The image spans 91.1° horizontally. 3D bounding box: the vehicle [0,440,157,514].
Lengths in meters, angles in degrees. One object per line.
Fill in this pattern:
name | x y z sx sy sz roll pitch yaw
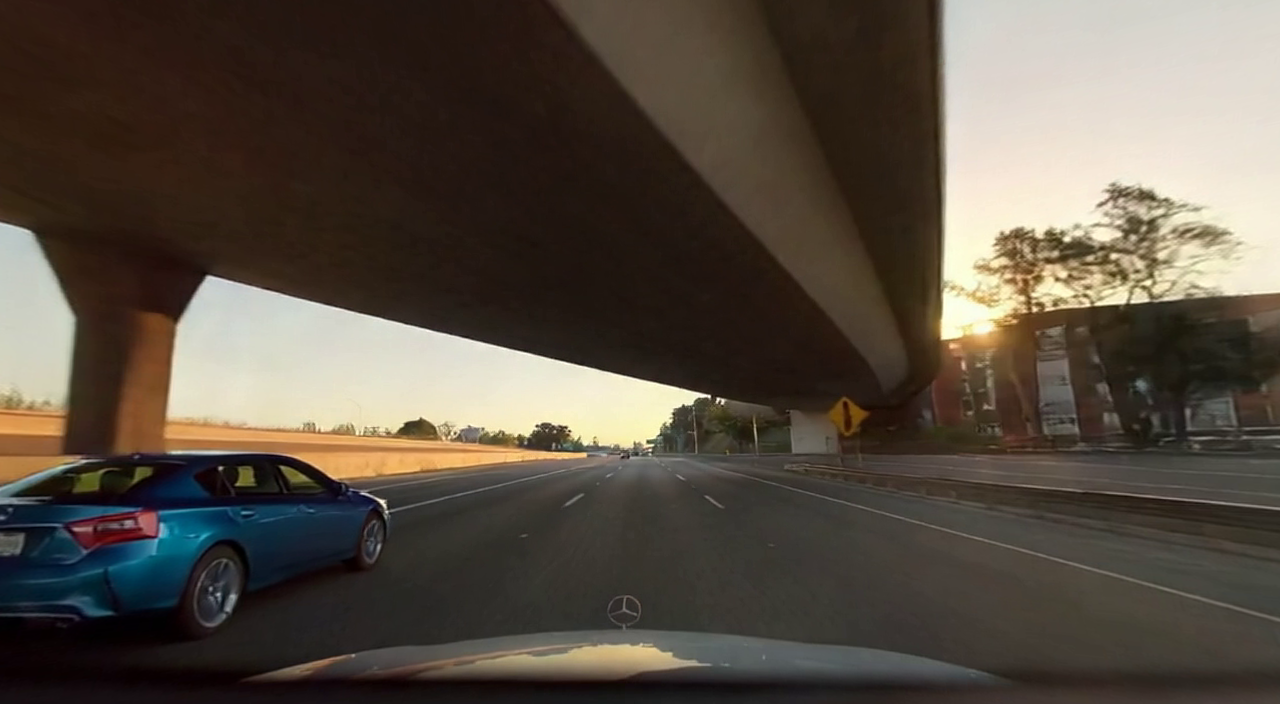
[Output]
vehicle | -14.523 2.947 15.259 2.016 1.546 4.353 0 -9 1
